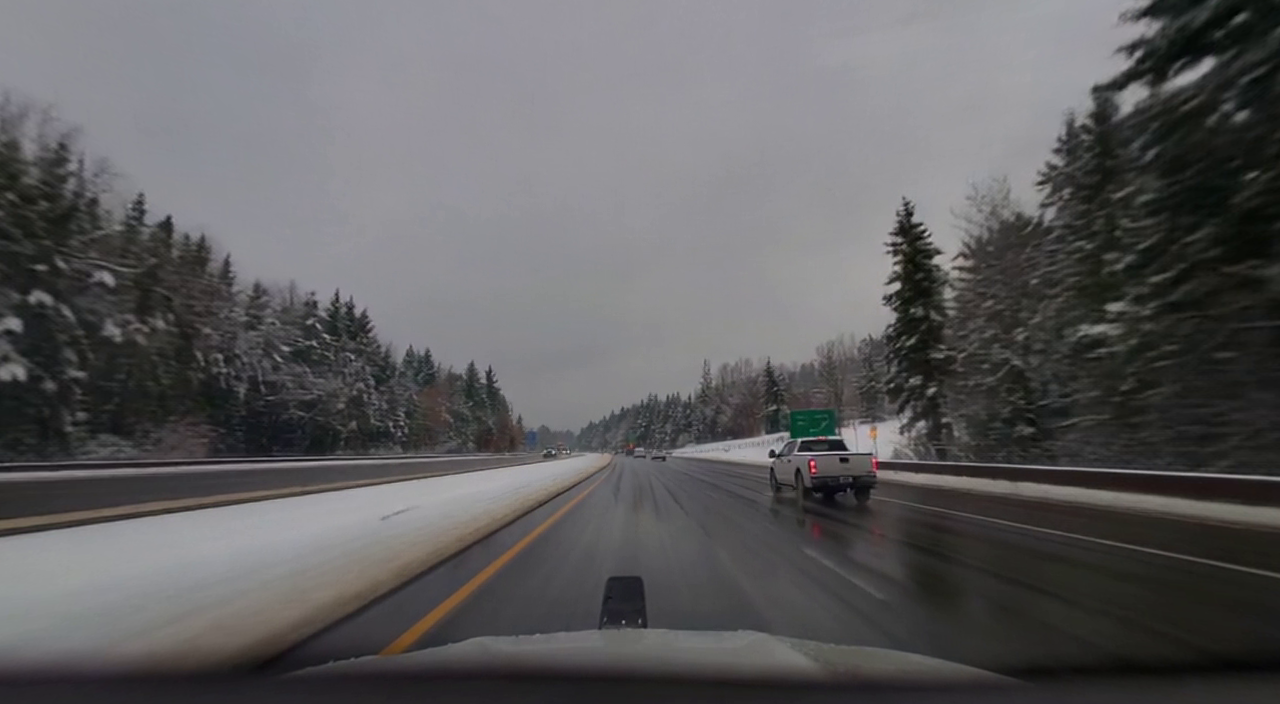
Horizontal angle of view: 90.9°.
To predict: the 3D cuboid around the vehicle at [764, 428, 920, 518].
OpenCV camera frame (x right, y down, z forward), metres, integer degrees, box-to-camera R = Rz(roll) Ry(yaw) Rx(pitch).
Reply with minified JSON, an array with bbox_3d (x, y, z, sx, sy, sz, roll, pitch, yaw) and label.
[{"bbox_3d":[4.223,2.608,14.041,1.933,1.663,4.440,0,-9,-1],"label":"vehicle"}]
